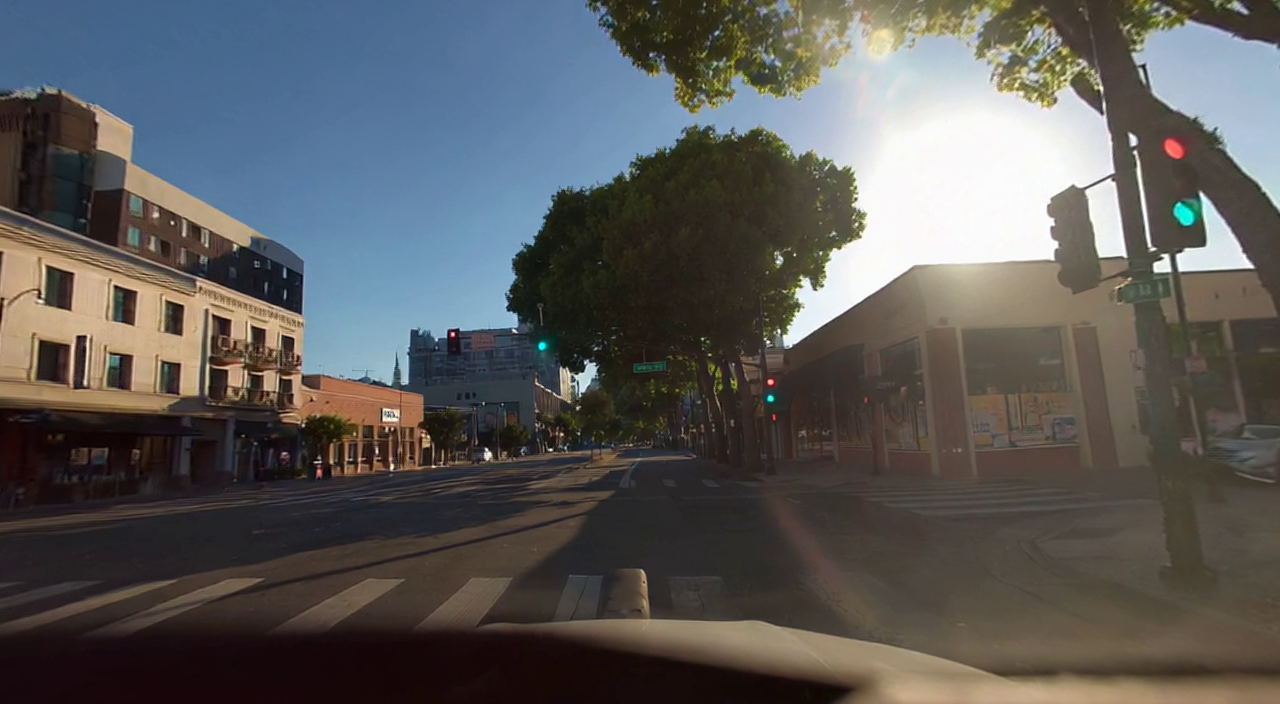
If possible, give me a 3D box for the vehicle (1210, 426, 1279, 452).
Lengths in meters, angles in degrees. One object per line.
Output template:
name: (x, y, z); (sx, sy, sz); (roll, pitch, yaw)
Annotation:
vehicle: (35.295, 4.893, 35.279); (4.493, 1.453, 1.849); (0, -9, 3)
